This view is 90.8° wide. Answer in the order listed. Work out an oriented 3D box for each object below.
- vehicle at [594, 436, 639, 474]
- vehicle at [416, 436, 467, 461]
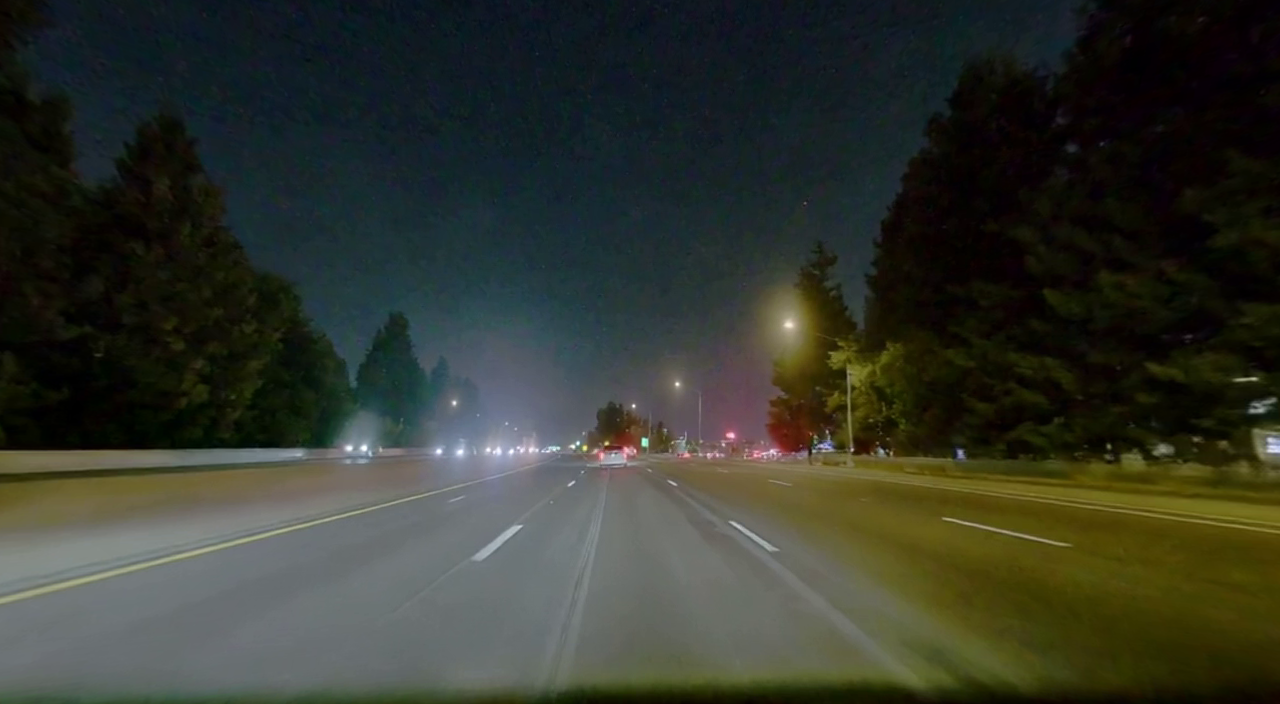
[{"bbox_3d":[-1.277,5.385,33.242,2.155,1.856,4.796,0,-9,-3],"label":"vehicle"},{"bbox_3d":[-13.215,6.499,42.394,2.126,1.572,4.415,0,-9,-2],"label":"vehicle"}]
